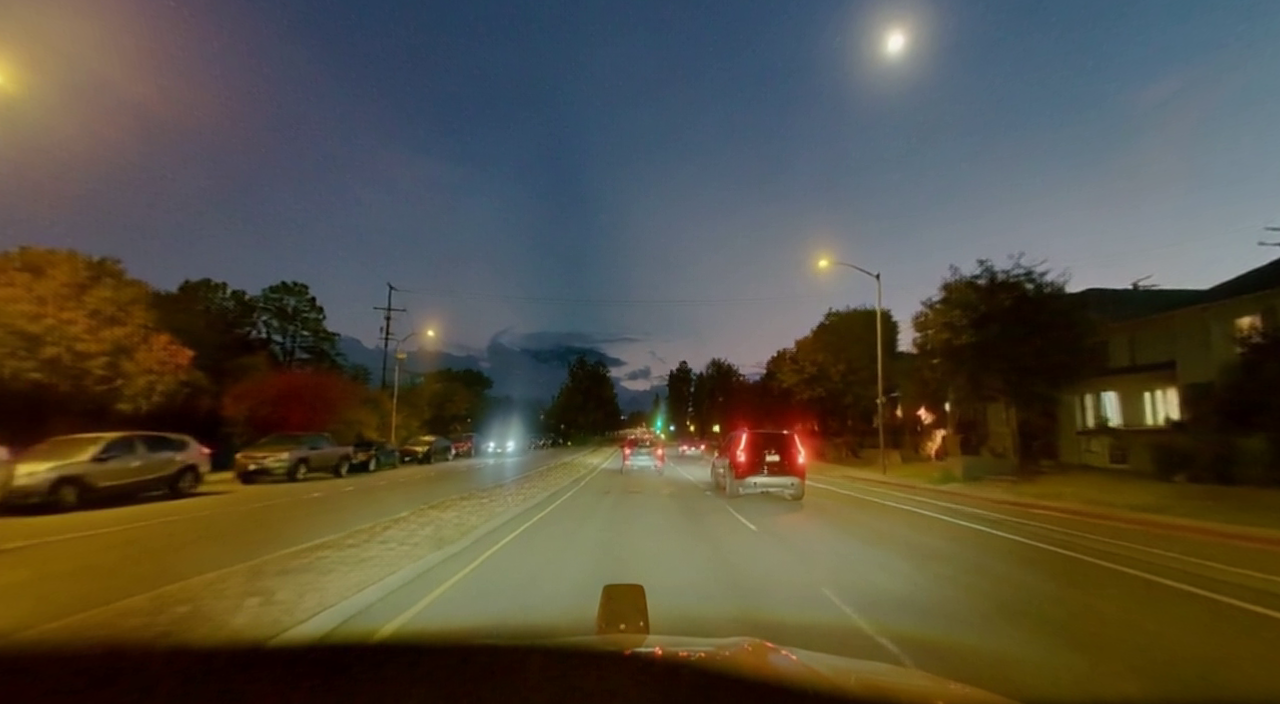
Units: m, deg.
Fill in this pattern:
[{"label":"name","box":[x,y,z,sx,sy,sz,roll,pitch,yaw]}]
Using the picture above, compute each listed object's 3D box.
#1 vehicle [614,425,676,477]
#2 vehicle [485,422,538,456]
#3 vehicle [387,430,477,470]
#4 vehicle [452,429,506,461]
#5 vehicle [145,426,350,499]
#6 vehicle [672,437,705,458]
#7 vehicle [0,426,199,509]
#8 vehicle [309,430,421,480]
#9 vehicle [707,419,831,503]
[{"label":"vehicle","box":[0.162,3.825,24.728,2.185,1.822,4.391,1,-8,0]},{"label":"vehicle","box":[-8.745,5.979,43.527,2.037,2.113,7.185,1,-8,1]},{"label":"vehicle","box":[-8.783,4.158,27.141,2.140,1.510,5.005,1,-8,0]},{"label":"vehicle","box":[-9.045,5.239,35.770,1.988,1.663,4.316,1,-8,-1]},{"label":"vehicle","box":[-8.916,2.520,14.912,1.923,1.433,4.450,1,-8,1]},{"label":"vehicle","box":[3.581,7.096,47.085,2.096,1.489,4.757,1,-8,0]},{"label":"vehicle","box":[-12.222,2.382,13.703,1.891,1.479,4.665,1,-8,0]},{"label":"vehicle","box":[-8.820,3.310,20.619,1.786,1.422,4.021,1,-8,1]},{"label":"vehicle","box":[3.068,2.687,16.052,2.166,1.799,4.372,1,-8,-1]}]
